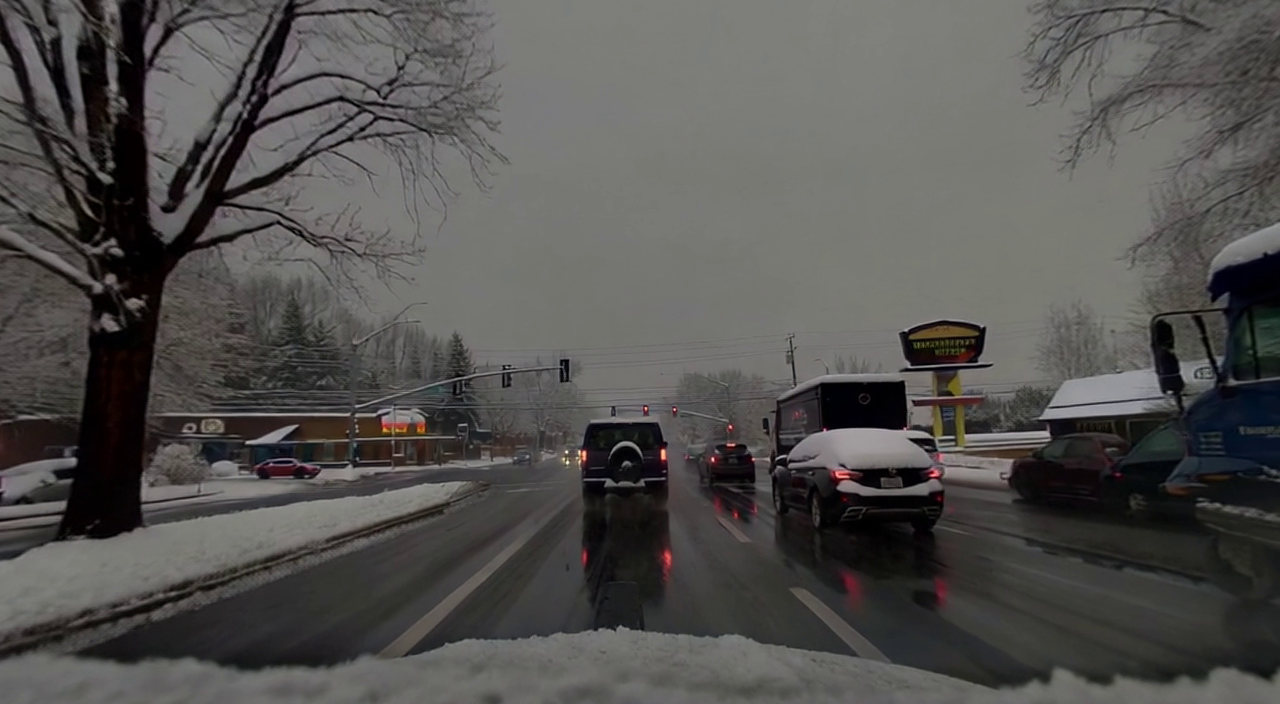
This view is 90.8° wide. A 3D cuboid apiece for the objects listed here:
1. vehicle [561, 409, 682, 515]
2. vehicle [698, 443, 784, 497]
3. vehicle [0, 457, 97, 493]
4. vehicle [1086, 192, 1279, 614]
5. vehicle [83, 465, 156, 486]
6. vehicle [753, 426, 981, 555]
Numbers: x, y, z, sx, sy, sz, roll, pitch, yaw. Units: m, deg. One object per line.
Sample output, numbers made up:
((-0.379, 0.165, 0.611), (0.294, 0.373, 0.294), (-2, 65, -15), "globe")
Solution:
((-0.407, 2.670, 15.766), (2.499, 2.183, 5.111), (0, -9, -1), "vehicle")
((3.061, 3.668, 20.097), (1.922, 1.483, 4.436), (0, -9, -1), "vehicle")
((-28.611, 5.879, 30.395), (1.730, 1.534, 3.922), (1, -9, -7), "vehicle")
((6.495, 0.134, 3.276), (2.802, 3.322, 7.429), (0, -9, 0), "vehicle")
((-37.974, 8.999, 46.095), (4.150, 1.474, 1.826), (-2, -9, 12), "vehicle")
((3.280, 2.117, 10.435), (1.905, 1.587, 4.998), (0, -9, 0), "vehicle")
